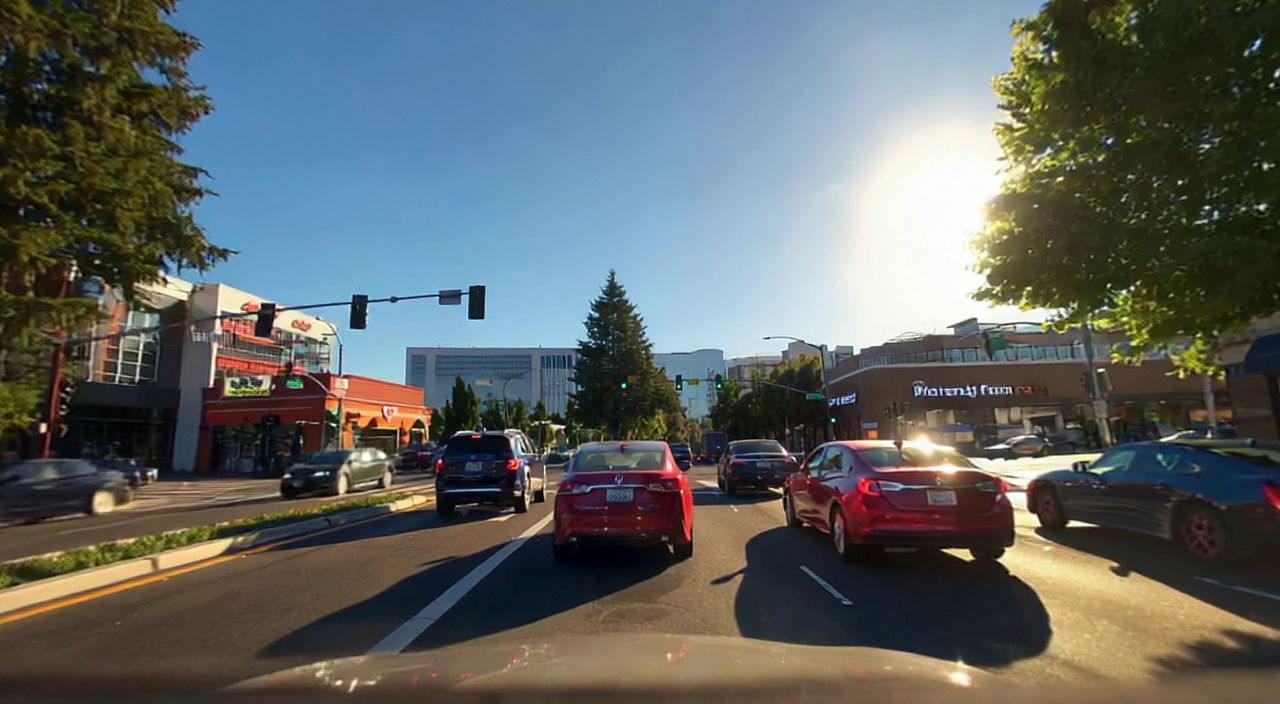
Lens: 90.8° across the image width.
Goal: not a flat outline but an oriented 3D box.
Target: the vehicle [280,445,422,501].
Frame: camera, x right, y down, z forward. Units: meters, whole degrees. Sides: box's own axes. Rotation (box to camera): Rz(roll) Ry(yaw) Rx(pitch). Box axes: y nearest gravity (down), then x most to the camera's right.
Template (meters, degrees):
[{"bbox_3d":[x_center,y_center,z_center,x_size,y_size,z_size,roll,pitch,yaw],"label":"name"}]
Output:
[{"bbox_3d":[-8.351,3.502,18.819,2.045,1.438,4.480,0,-8,1],"label":"vehicle"}]

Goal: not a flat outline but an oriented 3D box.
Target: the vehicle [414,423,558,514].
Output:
[{"bbox_3d":[-3.439,2.729,15.379,2.160,1.823,5.115,0,-8,1],"label":"vehicle"}]

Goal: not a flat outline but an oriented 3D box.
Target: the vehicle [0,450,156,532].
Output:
[{"bbox_3d":[-12.631,2.760,12.924,1.872,1.463,4.455,0,-8,1],"label":"vehicle"}]

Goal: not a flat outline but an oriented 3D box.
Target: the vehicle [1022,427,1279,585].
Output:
[{"bbox_3d":[7.194,1.742,7.834,2.004,1.508,4.646,0,-8,0],"label":"vehicle"}]

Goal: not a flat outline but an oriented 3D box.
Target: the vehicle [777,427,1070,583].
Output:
[{"bbox_3d":[3.245,1.814,8.342,2.020,1.513,4.120,0,-8,1],"label":"vehicle"}]

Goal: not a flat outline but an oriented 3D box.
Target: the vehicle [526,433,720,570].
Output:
[{"bbox_3d":[-0.149,1.921,8.883,2.098,1.477,3.897,0,-8,1],"label":"vehicle"}]
